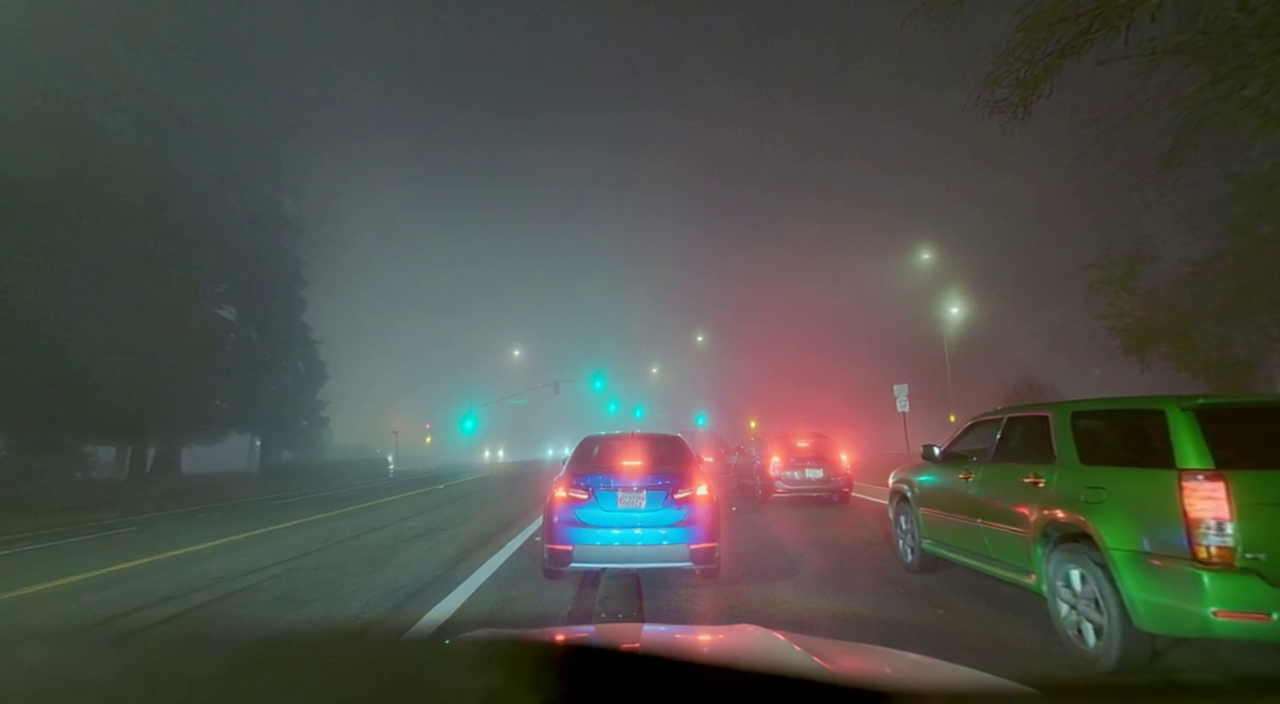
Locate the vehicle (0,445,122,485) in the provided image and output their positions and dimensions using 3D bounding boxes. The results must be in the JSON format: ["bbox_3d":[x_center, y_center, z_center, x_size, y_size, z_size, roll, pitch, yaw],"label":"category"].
[{"bbox_3d":[-22.536,4.279,24.085,4.092,1.438,1.639,0,-8,1],"label":"vehicle"}]

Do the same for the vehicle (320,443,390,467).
[{"bbox_3d":[-19.917,7.181,44.196,3.957,1.630,1.881,0,-8,0],"label":"vehicle"}]

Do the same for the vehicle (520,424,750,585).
[{"bbox_3d":[-0.101,1.762,8.158,2.186,1.500,4.141,0,-8,-1],"label":"vehicle"}]

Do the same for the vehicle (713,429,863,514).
[{"bbox_3d":[2.947,2.496,13.745,1.971,1.517,4.521,0,-8,-3],"label":"vehicle"}]

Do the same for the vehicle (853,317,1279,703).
[{"bbox_3d":[3.356,1.041,4.650,2.006,1.766,4.345,0,-8,0],"label":"vehicle"}]
